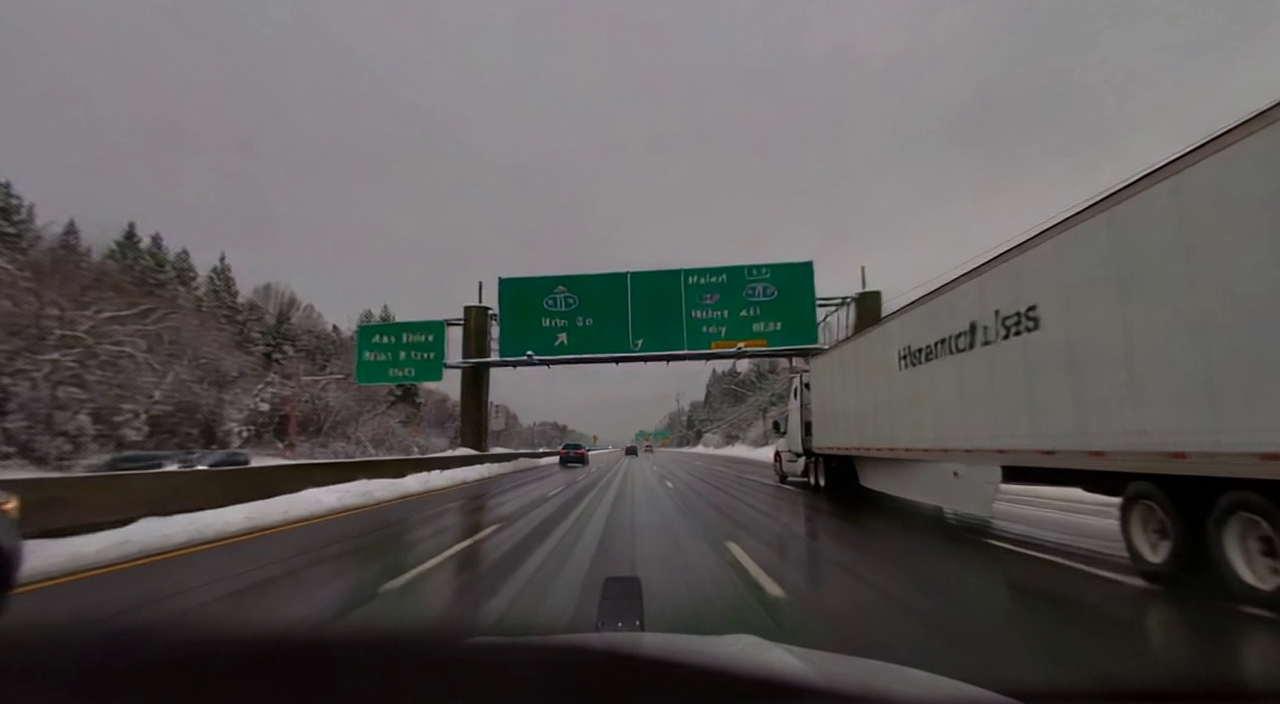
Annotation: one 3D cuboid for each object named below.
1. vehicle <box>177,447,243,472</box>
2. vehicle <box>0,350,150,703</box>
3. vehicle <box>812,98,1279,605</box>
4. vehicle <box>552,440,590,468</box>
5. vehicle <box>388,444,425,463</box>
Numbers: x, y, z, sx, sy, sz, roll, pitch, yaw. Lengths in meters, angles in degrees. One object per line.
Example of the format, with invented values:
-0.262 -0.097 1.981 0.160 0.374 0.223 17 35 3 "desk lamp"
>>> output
-25.656 6.418 37.843 1.550 1.378 3.425 0 -9 -1 "vehicle"
-3.973 0.586 1.359 2.084 1.634 4.693 0 -9 -1 "vehicle"
6.745 0.838 10.845 2.919 4.195 15.833 0 -9 -1 "vehicle"
-4.387 6.561 40.733 2.027 1.651 4.099 0 -9 0 "vehicle"
-18.020 7.847 48.949 1.554 1.383 3.328 0 -9 0 "vehicle"
